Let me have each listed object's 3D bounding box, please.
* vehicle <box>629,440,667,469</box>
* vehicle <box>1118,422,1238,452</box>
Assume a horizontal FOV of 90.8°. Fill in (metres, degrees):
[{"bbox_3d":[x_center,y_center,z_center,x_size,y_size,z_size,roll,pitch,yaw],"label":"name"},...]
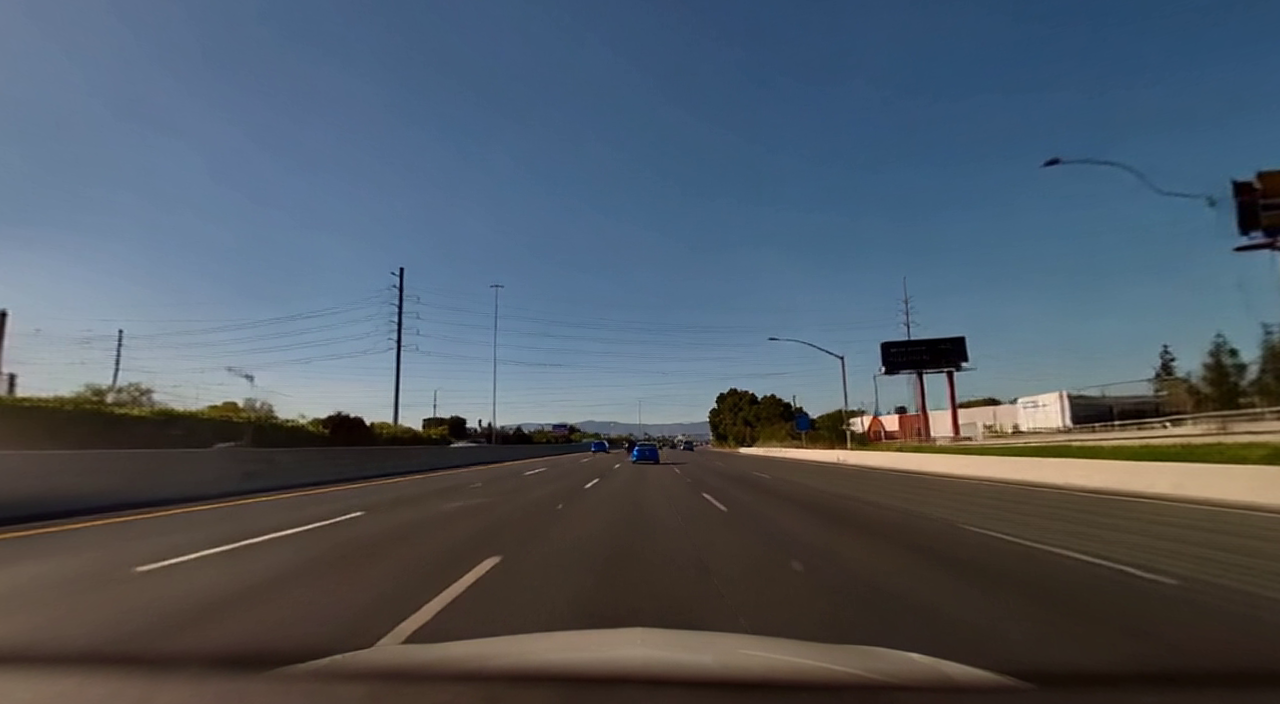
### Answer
[{"bbox_3d":[0.451,5.895,36.520,2.074,1.574,3.971,0,-8,1],"label":"vehicle"},{"bbox_3d":[28.660,4.588,33.902,2.072,1.495,4.732,0,-8,-3],"label":"vehicle"}]
